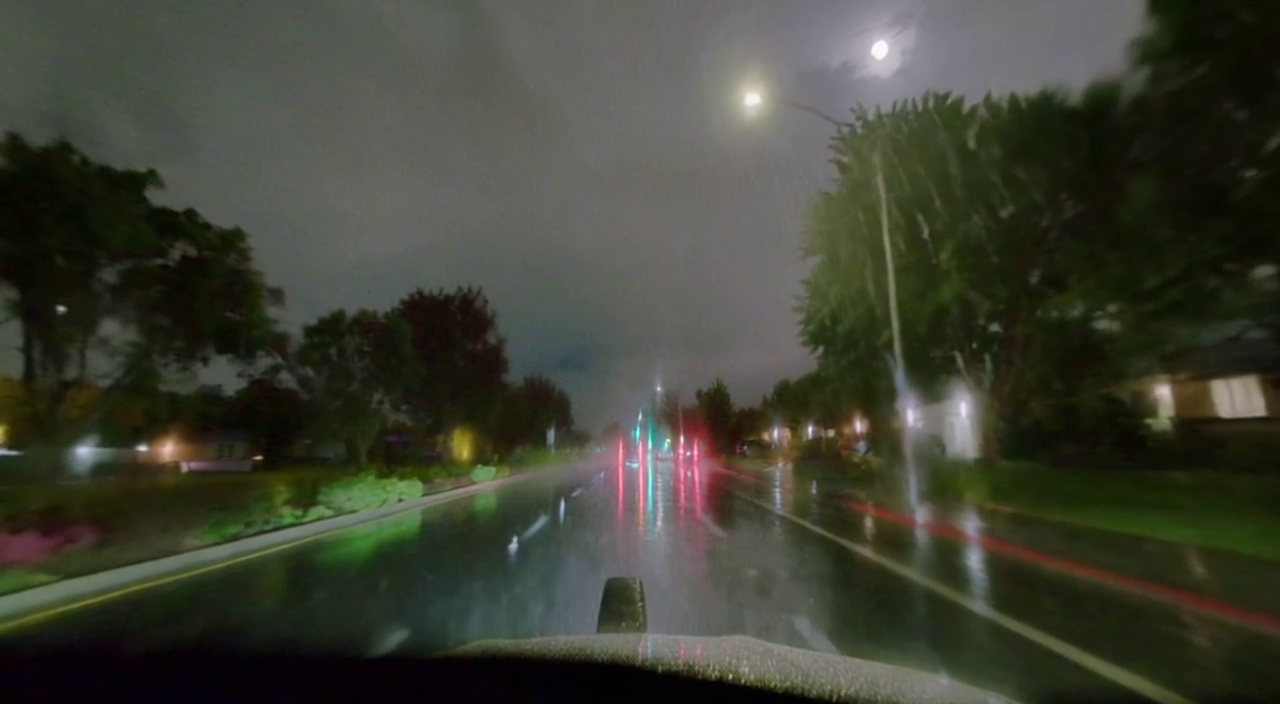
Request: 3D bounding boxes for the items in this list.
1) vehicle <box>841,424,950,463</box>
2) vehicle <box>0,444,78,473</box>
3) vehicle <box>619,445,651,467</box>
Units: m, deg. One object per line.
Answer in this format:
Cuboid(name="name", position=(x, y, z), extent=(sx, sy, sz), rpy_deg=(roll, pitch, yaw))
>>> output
Cuboid(name="vehicle", position=(13.146, 4.752, 32.574), extent=(4.739, 1.918, 2.071), rpy_deg=(-1, -8, 2))
Cuboid(name="vehicle", position=(-43.514, 7.557, 44.730), extent=(2.136, 1.922, 5.105), rpy_deg=(0, -9, 1))
Cuboid(name="vehicle", position=(-0.343, 7.048, 42.723), extent=(2.054, 1.456, 4.003), rpy_deg=(0, -9, -1))
